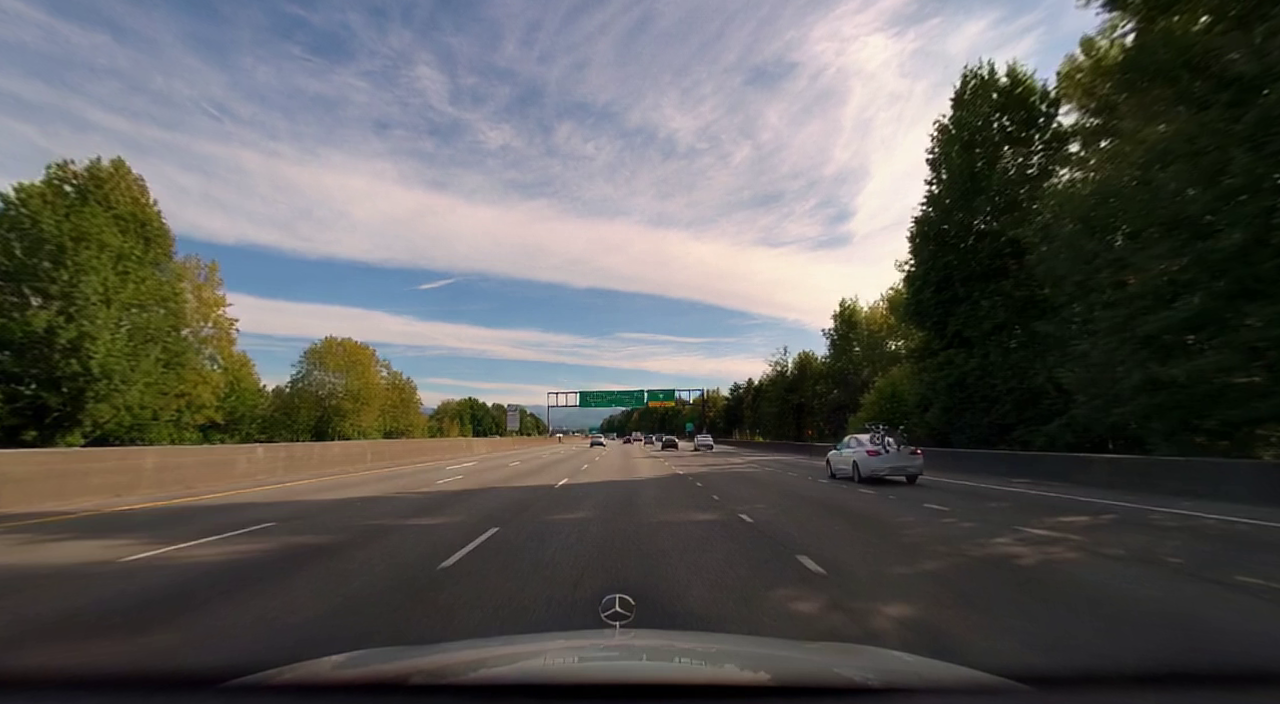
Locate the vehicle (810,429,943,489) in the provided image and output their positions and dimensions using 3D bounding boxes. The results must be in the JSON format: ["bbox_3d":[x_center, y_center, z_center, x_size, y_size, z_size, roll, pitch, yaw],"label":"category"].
[{"bbox_3d":[6.770,3.088,18.719,2.034,1.511,4.785,0,-8,-1],"label":"vehicle"}]
